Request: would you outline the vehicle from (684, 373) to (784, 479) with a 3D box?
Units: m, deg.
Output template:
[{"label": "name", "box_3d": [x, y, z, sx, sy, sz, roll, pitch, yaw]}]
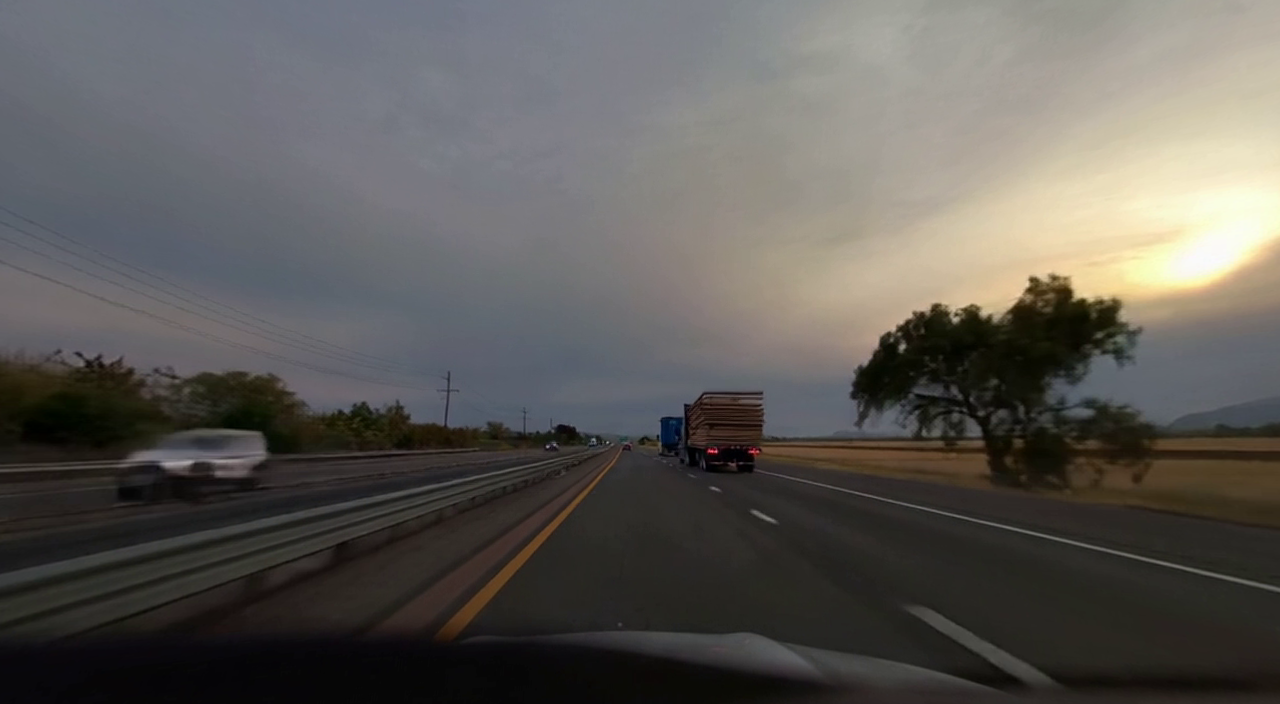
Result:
[{"label": "vehicle", "box_3d": [4.081, 3.803, 31.079, 3.024, 4.065, 13.796, 0, -8, 1]}]
